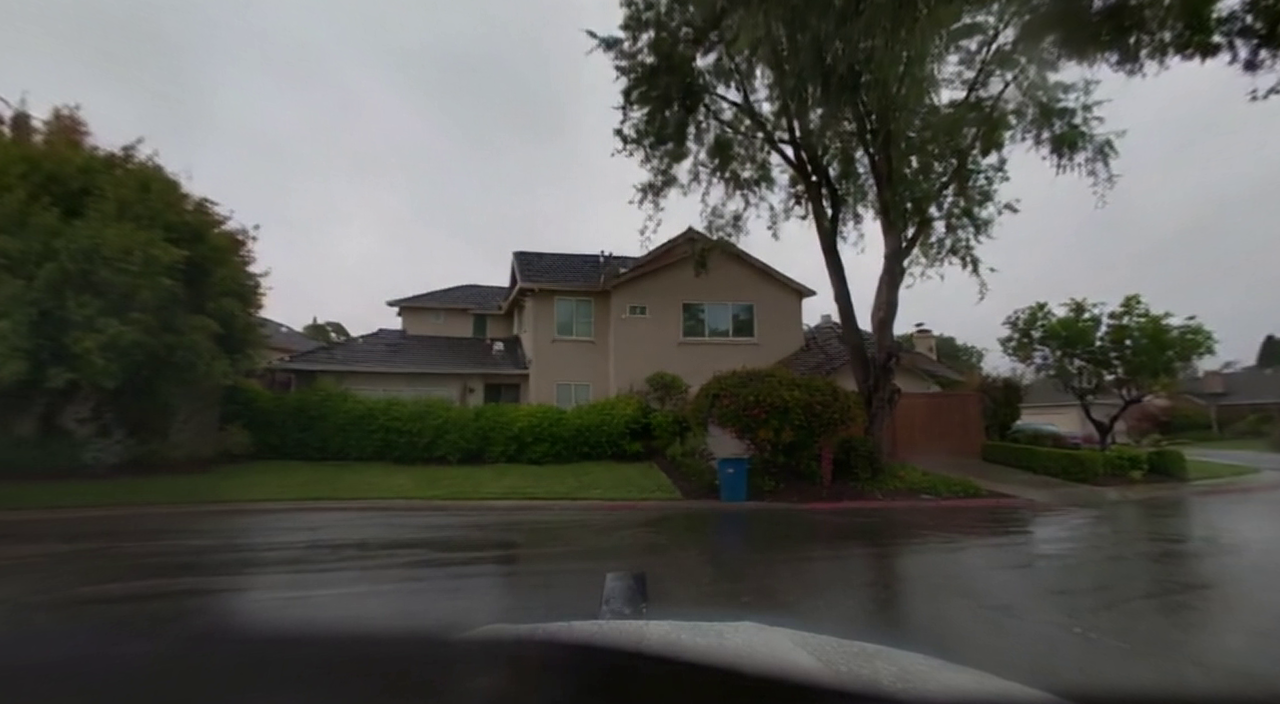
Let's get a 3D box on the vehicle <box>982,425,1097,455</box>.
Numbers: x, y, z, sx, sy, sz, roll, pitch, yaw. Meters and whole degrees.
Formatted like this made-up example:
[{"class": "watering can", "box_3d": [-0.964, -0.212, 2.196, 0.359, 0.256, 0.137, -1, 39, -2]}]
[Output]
[{"class": "vehicle", "box_3d": [21.588, 4.783, 34.146, 5.089, 1.517, 1.791, 1, -8, -5]}]
